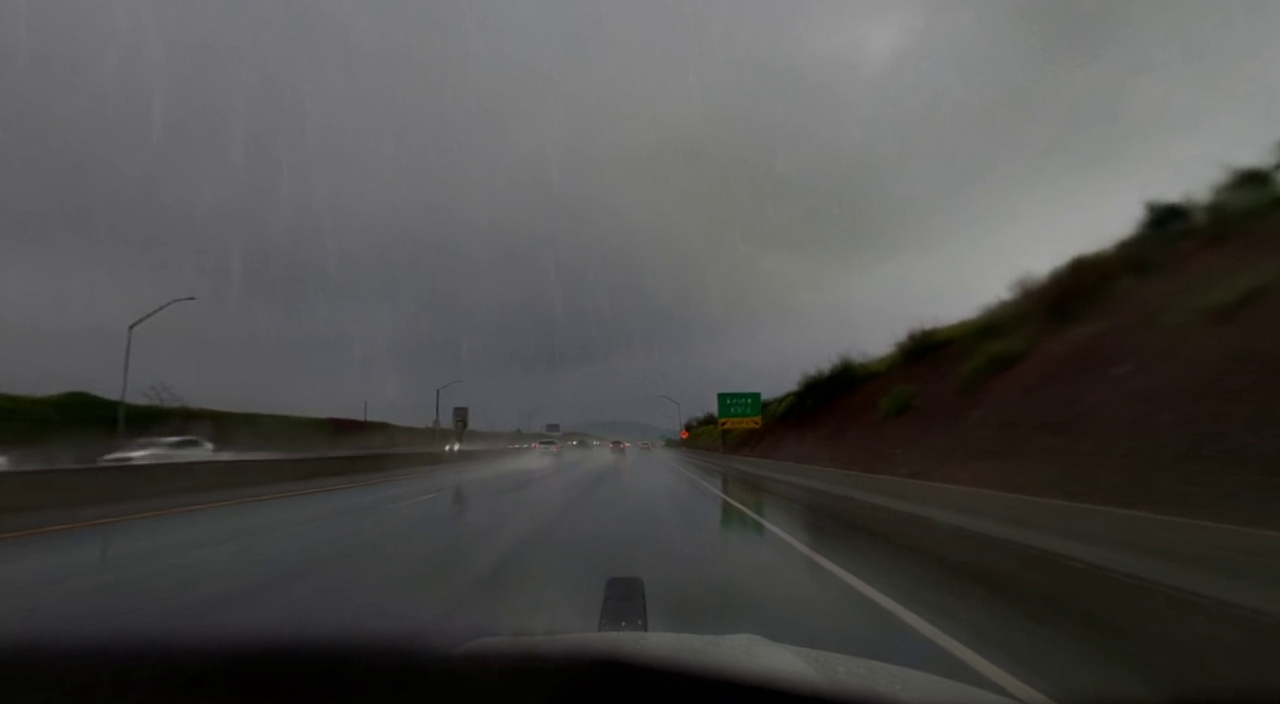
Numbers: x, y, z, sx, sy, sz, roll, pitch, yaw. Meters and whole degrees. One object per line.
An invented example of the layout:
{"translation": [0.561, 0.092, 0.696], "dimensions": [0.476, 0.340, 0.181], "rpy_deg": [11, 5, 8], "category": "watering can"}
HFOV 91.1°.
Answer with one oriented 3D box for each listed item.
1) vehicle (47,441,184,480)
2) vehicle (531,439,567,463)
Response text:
{"translation": [-21.873, 4.512, 26.468], "dimensions": [1.827, 1.504, 4.494], "rpy_deg": [0, -8, 1], "category": "vehicle"}
{"translation": [-6.766, 7.376, 46.860], "dimensions": [1.972, 1.660, 4.254], "rpy_deg": [0, -8, 1], "category": "vehicle"}
